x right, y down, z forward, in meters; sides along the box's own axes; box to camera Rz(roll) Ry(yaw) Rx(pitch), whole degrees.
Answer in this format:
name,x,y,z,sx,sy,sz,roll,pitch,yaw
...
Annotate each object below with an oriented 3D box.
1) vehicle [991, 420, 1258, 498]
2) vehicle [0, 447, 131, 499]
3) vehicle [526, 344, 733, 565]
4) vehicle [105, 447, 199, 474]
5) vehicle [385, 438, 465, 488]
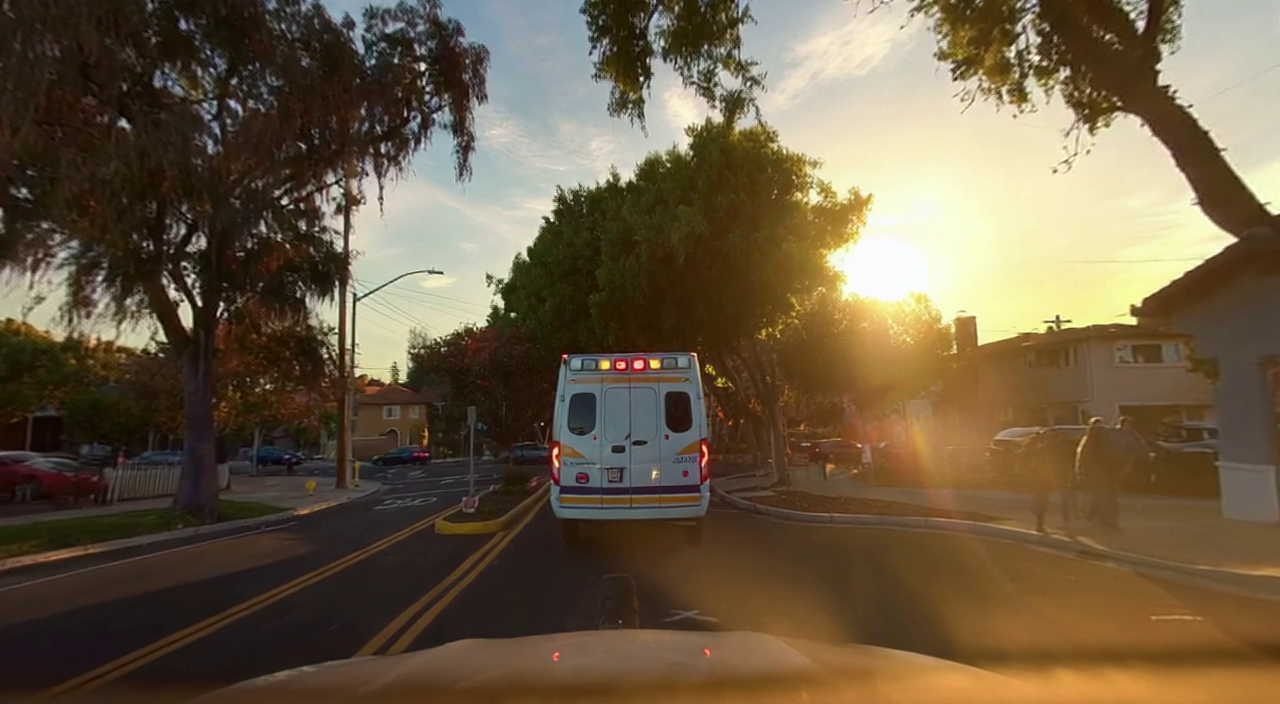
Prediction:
name,x,y,z,sx,sy,sz,roll,pitch,yaw
vehicle,13.125,2.950,17.596,5.270,1.966,2.329,-2,-8,11
vehicle,-18.857,3.711,19.574,4.412,1.468,1.914,0,-8,-2
vehicle,-0.153,1.602,10.383,2.444,2.640,5.482,0,-8,0
vehicle,-33.302,7.388,43.247,4.616,1.738,1.974,3,-9,-21
vehicle,-8.695,4.363,25.267,2.290,1.776,4.947,4,-9,-26
